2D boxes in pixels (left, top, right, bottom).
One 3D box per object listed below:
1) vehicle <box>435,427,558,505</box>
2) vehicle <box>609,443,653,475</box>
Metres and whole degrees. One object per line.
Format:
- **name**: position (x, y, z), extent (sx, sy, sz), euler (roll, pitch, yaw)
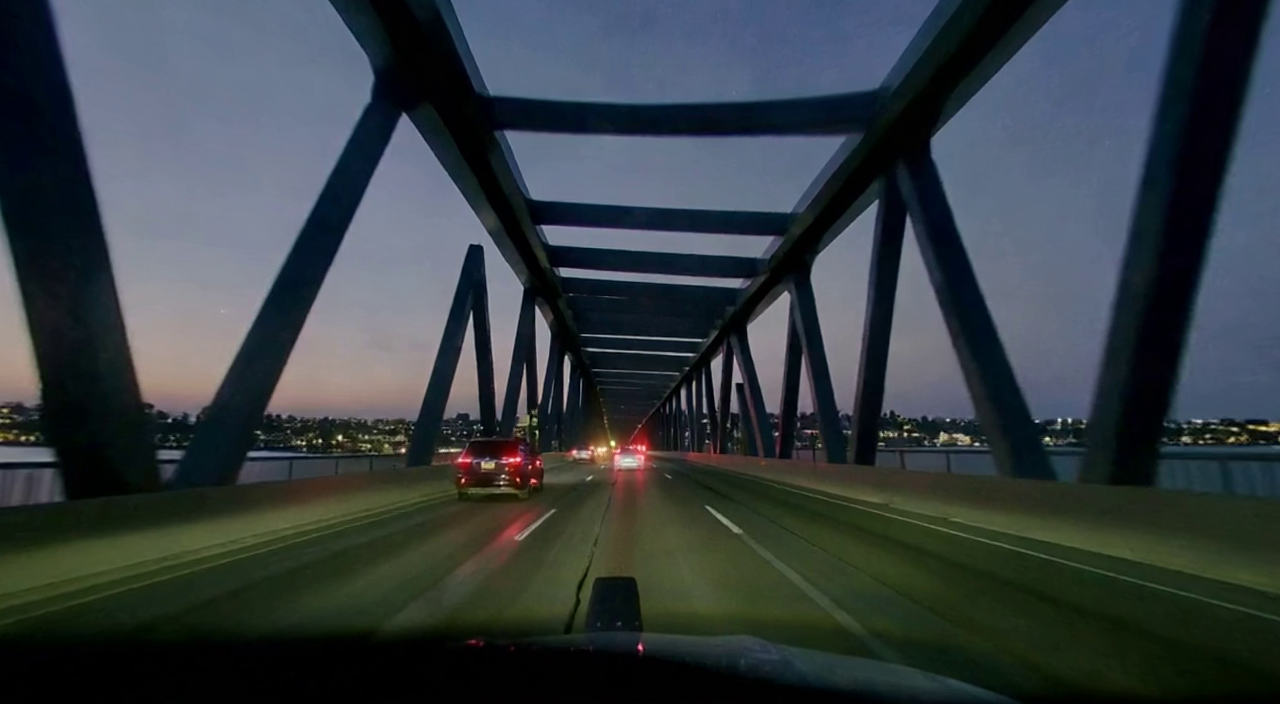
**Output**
- **vehicle**: position (-3.709, 3.059, 17.390), extent (2.190, 1.807, 4.741), euler (-1, -9, 1)
- **vehicle**: position (-0.470, 5.285, 31.398), extent (2.048, 1.450, 3.973), euler (0, -9, -1)
